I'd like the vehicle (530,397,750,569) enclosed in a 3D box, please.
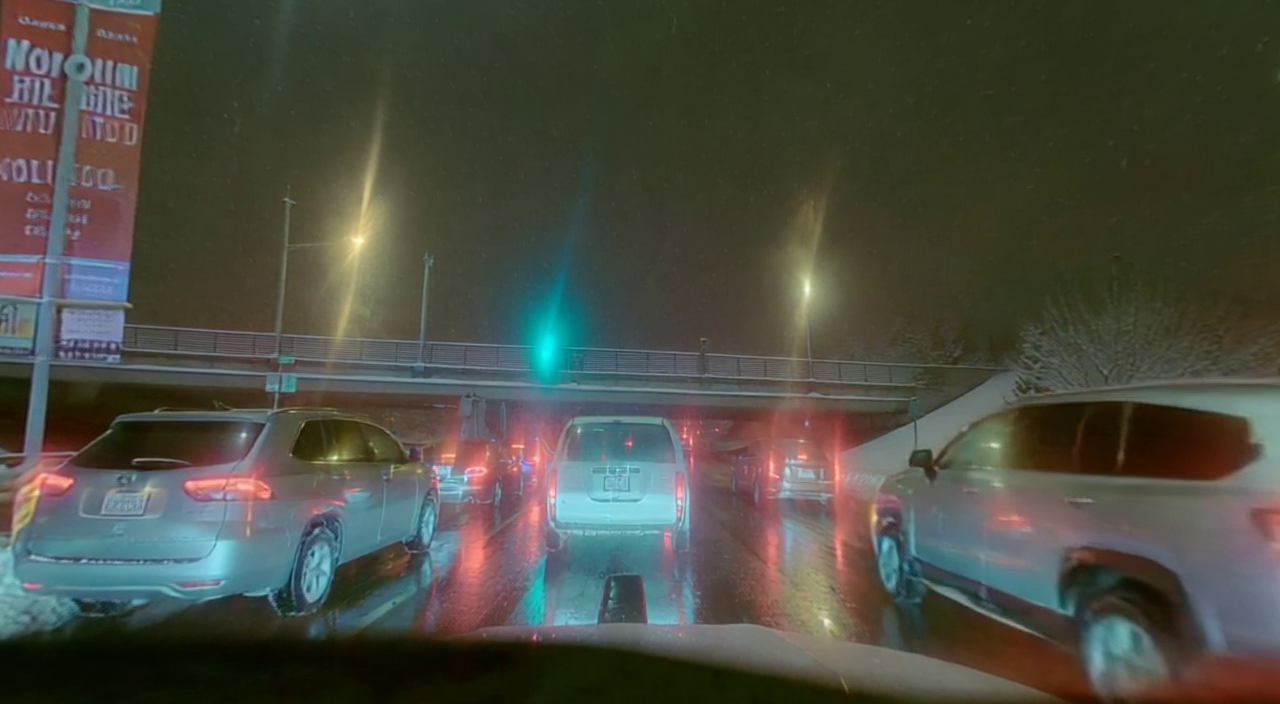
[{"bbox_3d":[-0.076,1.771,9.212,2.409,1.864,4.471,0,-9,-2],"label":"vehicle"}]

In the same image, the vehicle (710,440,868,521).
[{"bbox_3d":[3.043,2.760,14.138,2.228,1.472,4.939,0,-9,-1],"label":"vehicle"}]

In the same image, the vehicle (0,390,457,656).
[{"bbox_3d":[-3.493,1.425,6.270,2.039,1.709,4.265,0,-9,0],"label":"vehicle"}]

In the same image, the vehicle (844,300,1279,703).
[{"bbox_3d":[3.167,1.034,4.142,2.016,1.804,4.681,0,-9,-1],"label":"vehicle"}]

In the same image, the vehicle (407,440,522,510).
[{"bbox_3d":[-4.151,2.944,15.437,1.797,1.505,3.506,0,-9,0],"label":"vehicle"}]
